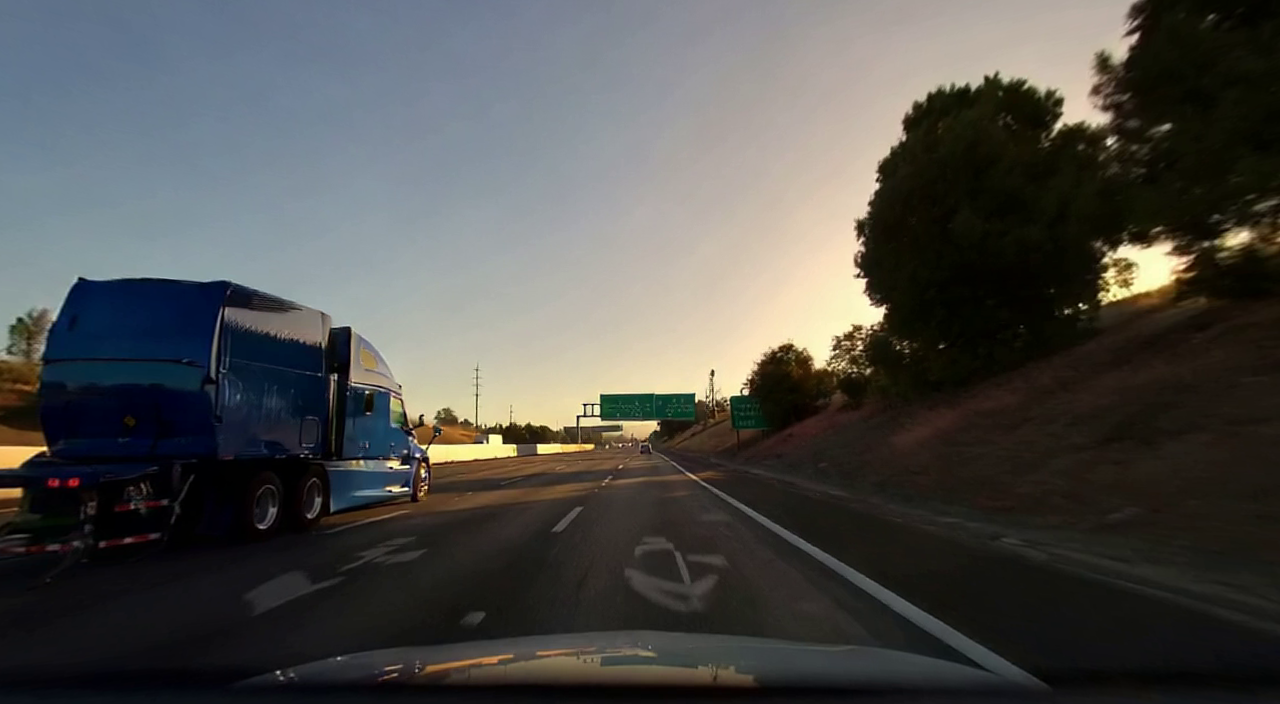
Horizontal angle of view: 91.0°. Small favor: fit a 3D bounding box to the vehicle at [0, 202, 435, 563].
[{"bbox_3d":[-6.773,0.893,11.162,2.996,3.947,8.600,0,-9,2],"label":"vehicle"}]
